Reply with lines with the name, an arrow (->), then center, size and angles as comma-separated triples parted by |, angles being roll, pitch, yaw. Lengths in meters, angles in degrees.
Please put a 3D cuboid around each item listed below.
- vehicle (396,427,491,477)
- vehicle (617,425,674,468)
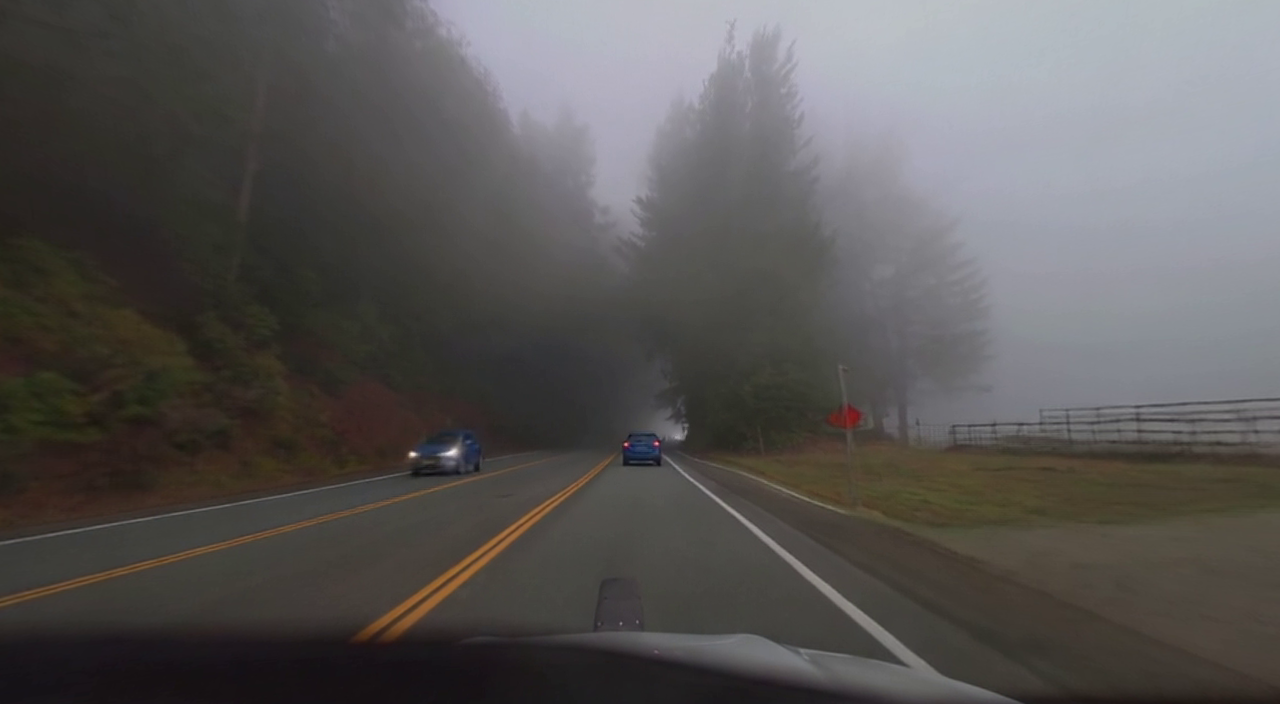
vehicle -> -7.266, 3.745, 23.856 | 2.185, 1.713, 4.365 | 0, -8, 0
vehicle -> 0.214, 4.108, 27.571 | 2.294, 1.708, 4.110 | 0, -8, 0
